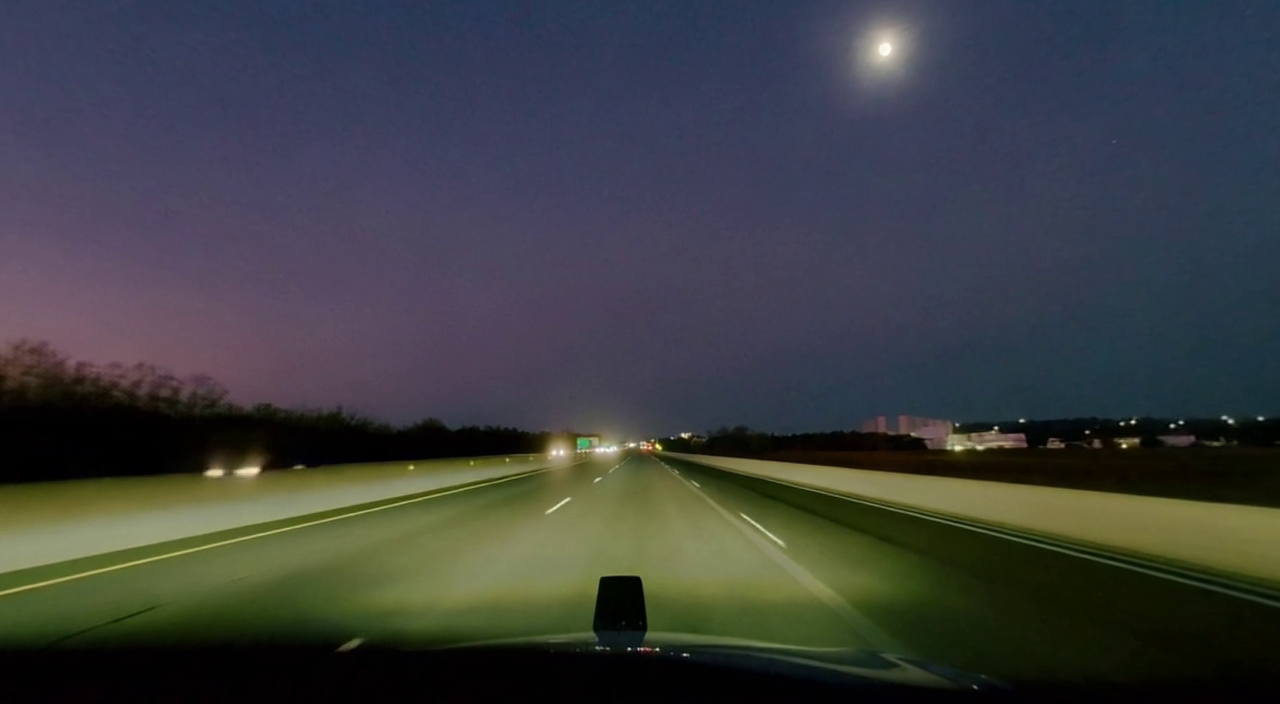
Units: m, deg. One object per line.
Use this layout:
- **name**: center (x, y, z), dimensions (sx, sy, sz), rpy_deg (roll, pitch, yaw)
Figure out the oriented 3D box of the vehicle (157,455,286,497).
- **vehicle**: center (-16.661, 4.910, 25.437), dimensions (1.874, 1.474, 4.784), rpy_deg (0, -9, 1)
